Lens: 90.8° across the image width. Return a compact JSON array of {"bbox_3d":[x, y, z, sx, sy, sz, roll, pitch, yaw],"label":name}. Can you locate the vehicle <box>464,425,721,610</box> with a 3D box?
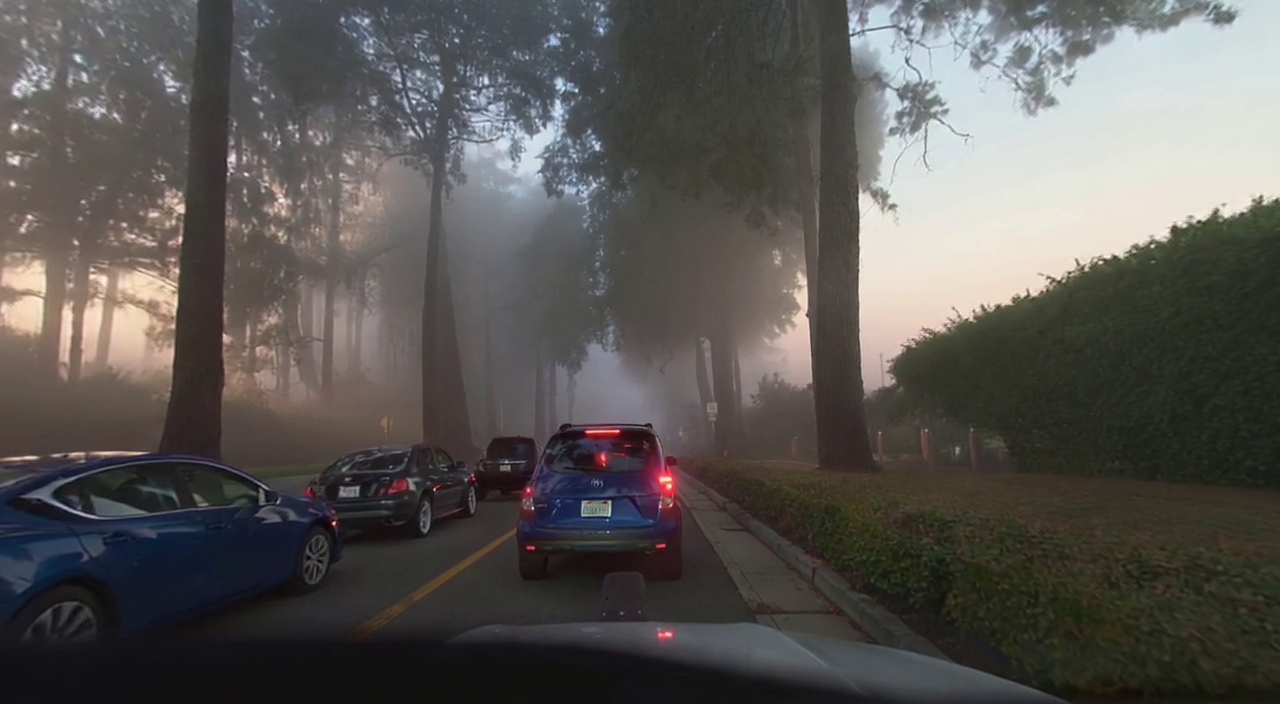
[{"bbox_3d":[-0.408,1.683,7.375,2.127,1.517,4.090,0,-8,0],"label":"vehicle"}]

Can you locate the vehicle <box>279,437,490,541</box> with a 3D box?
[{"bbox_3d":[-4.256,2.325,11.466,1.898,1.503,4.453,0,-8,1],"label":"vehicle"}]

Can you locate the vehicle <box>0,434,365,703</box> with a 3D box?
[{"bbox_3d":[-3.810,1.318,4.468,1.784,1.408,4.141,0,-8,1],"label":"vehicle"}]
